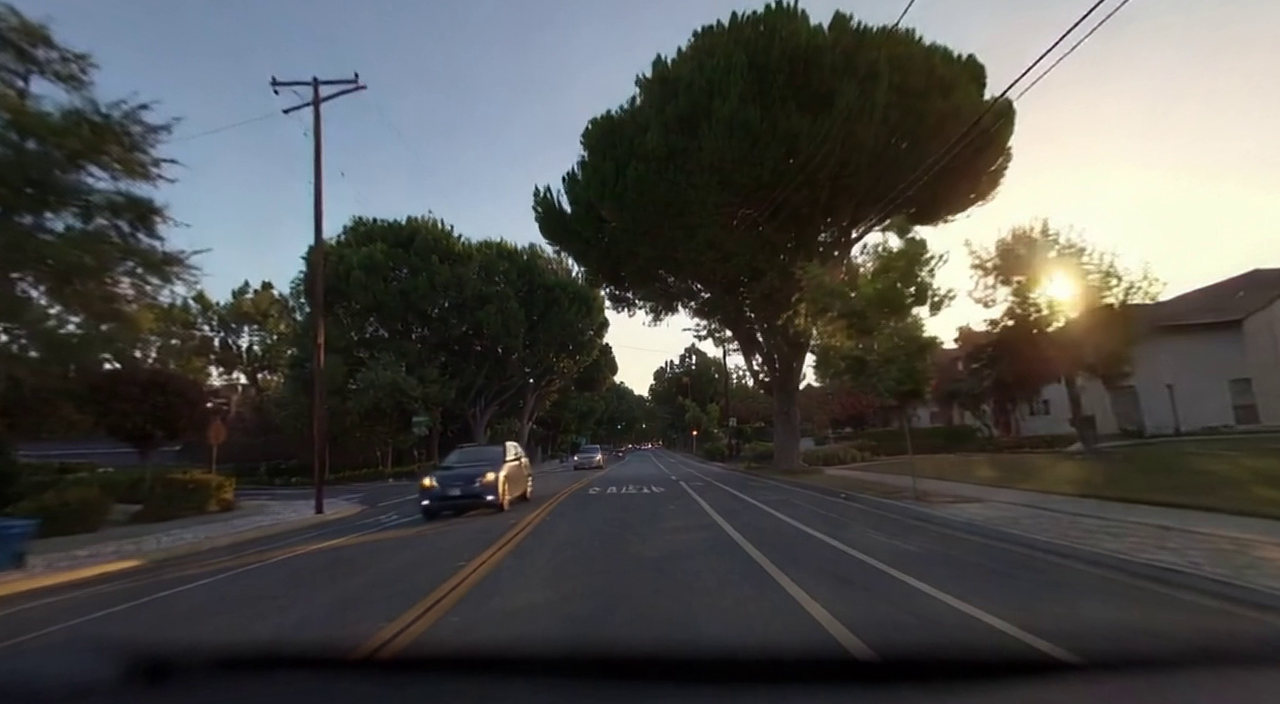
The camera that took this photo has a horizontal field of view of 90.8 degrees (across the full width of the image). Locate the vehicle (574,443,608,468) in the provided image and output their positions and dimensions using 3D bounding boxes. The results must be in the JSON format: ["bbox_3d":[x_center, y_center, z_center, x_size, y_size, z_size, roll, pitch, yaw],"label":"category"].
[{"bbox_3d":[-3.649,7.770,47.699,2.059,1.743,4.618,0,-9,1],"label":"vehicle"}]

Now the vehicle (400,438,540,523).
[{"bbox_3d":[-3.578,2.773,14.179,1.974,1.604,4.156,0,-9,0],"label":"vehicle"}]
